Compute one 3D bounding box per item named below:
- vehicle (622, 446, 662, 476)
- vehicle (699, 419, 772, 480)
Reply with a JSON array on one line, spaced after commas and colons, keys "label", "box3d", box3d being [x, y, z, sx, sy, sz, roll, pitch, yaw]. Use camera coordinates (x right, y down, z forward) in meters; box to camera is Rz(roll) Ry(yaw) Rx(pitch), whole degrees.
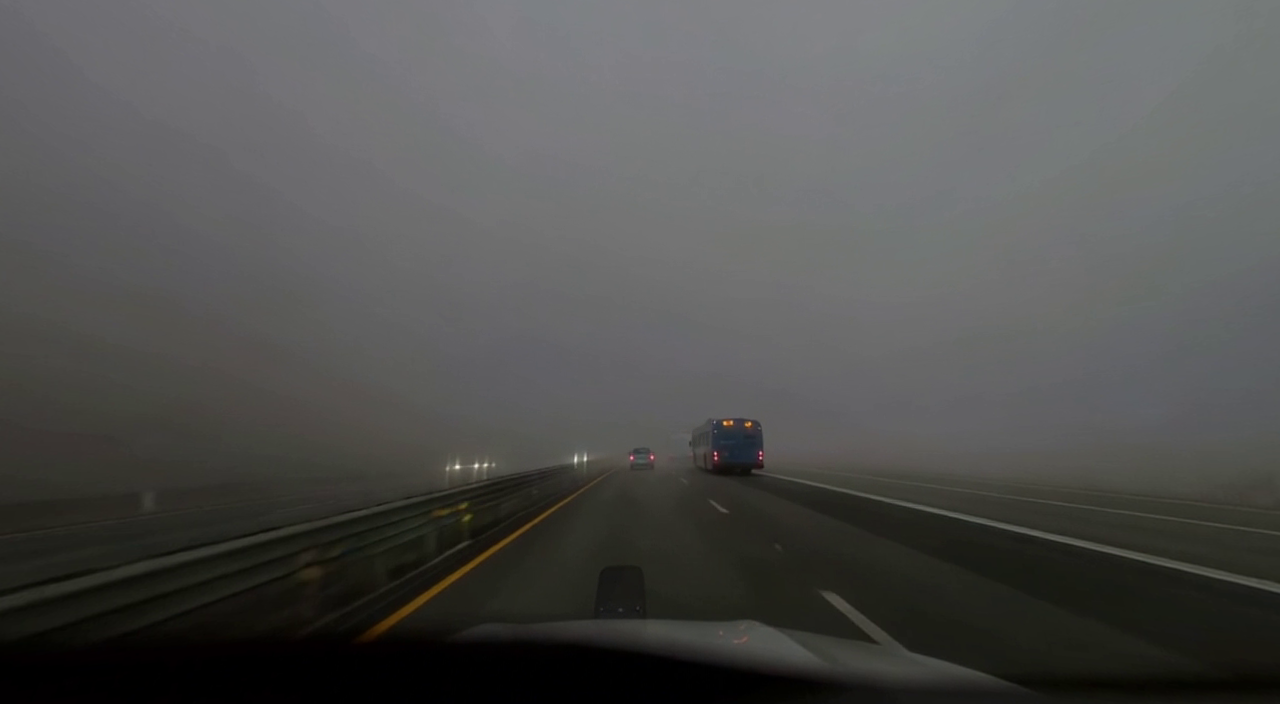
[{"label": "vehicle", "box3d": [0.070, 5.717, 33.192, 2.004, 1.449, 3.817, 0, -9, -1]}, {"label": "vehicle", "box3d": [4.365, 4.644, 29.951, 2.440, 2.555, 5.957, 0, -9, 0]}]
